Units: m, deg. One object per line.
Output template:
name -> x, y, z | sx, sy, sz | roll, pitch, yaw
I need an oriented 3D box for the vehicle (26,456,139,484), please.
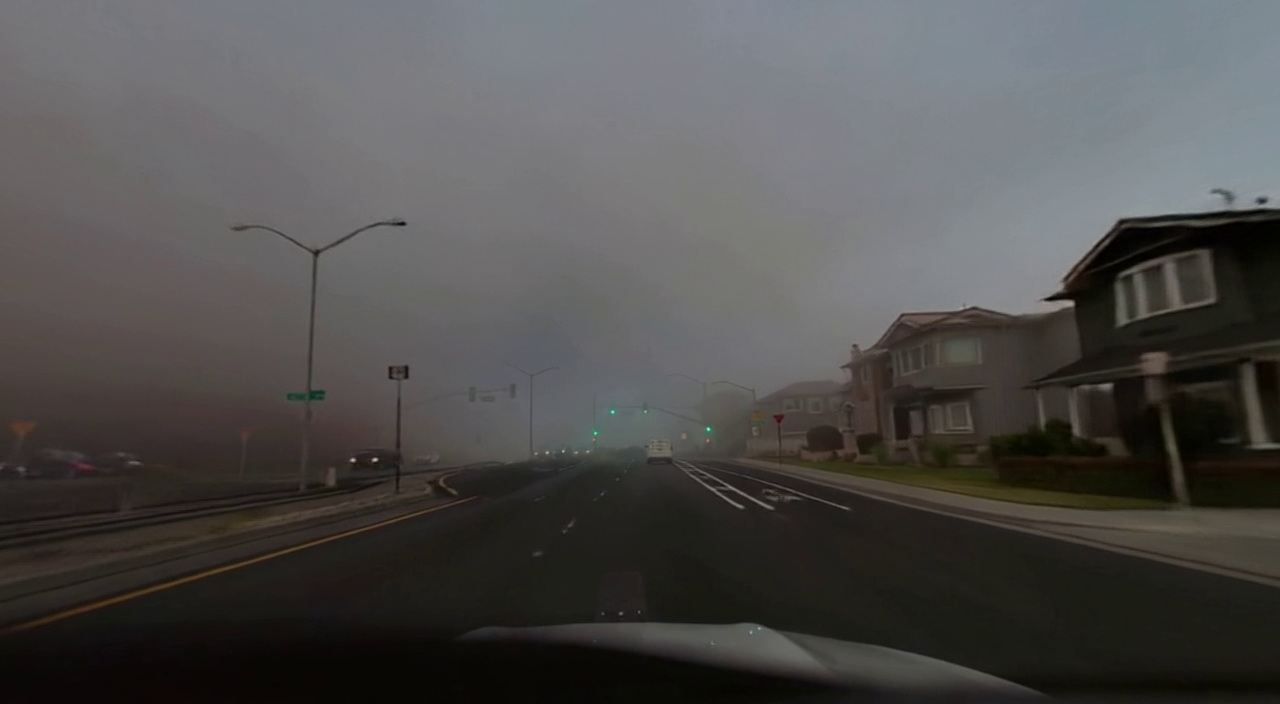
vehicle -> -32.734, 6.908, 37.263 | 2.057, 1.447, 4.433 | -4, -9, 21

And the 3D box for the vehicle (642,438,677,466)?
vehicle -> 1.352, 7.156, 45.463 | 2.273, 1.851, 5.075 | 0, -9, -1

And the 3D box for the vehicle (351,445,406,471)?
vehicle -> -19.102, 7.782, 46.431 | 1.963, 1.782, 4.520 | 0, -9, 2
